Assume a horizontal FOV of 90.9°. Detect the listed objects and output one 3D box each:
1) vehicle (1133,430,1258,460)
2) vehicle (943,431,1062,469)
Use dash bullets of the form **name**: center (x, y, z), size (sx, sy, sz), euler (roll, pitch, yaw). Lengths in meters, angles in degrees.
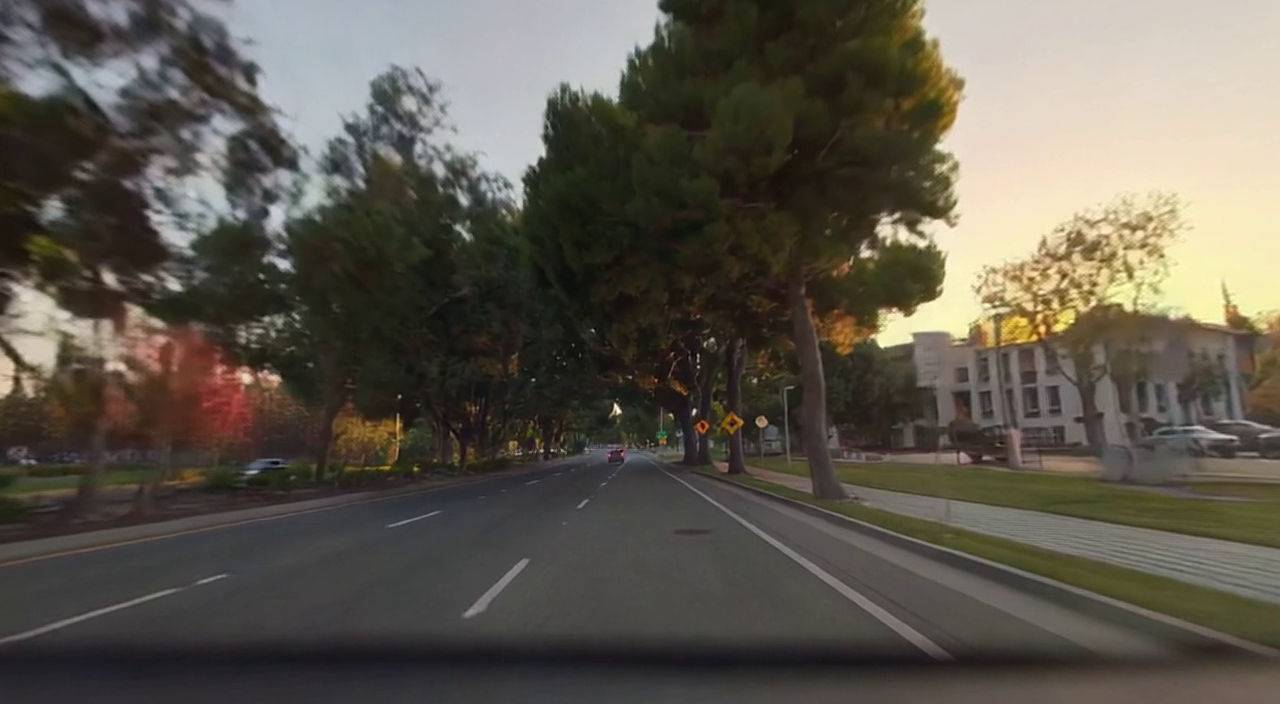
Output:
- **vehicle**: center (29.029, 4.891, 33.100), size (1.910, 1.451, 4.433), euler (5, -10, -32)
- **vehicle**: center (14.250, 3.877, 24.943), size (3.641, 1.408, 1.584), euler (-1, -9, 2)
